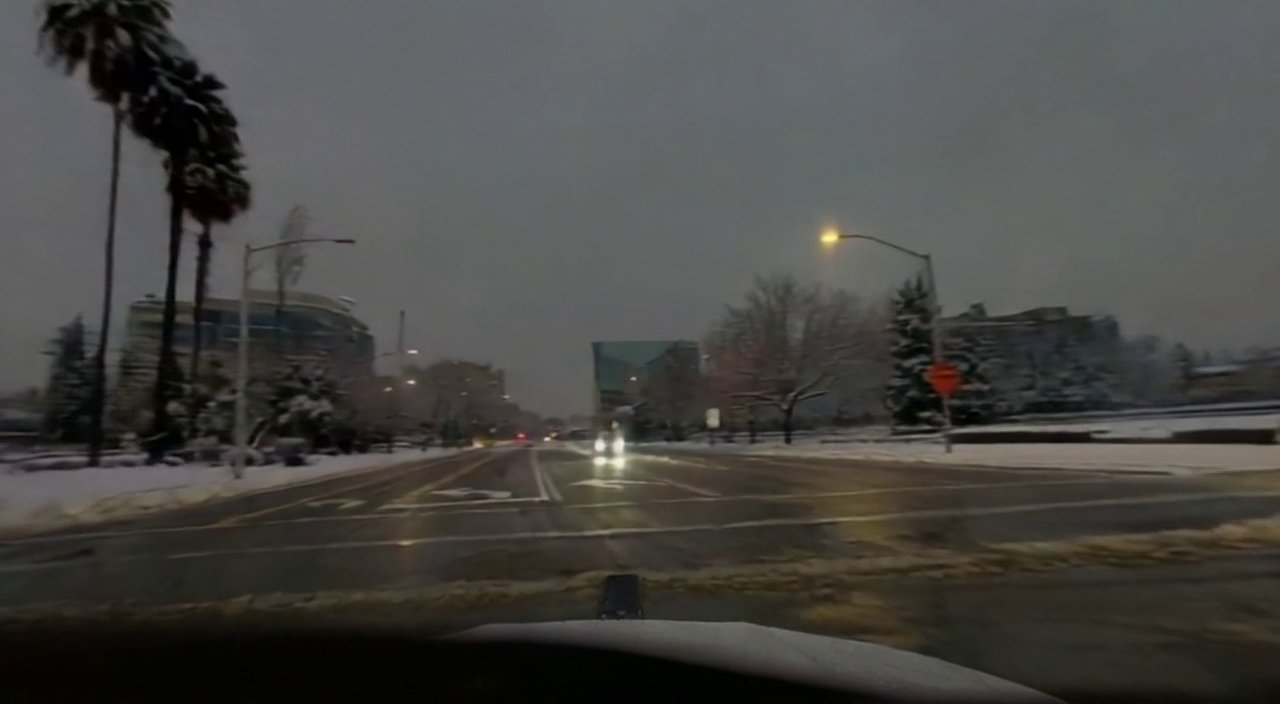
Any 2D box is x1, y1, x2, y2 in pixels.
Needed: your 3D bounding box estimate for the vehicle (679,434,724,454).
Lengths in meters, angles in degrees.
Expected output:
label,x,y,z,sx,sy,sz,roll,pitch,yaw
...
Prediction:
label,x,y,z,sx,sy,sz,roll,pitch,yaw
vehicle,4.671,7.123,48.717,1.870,1.456,4.605,3,-9,-16
